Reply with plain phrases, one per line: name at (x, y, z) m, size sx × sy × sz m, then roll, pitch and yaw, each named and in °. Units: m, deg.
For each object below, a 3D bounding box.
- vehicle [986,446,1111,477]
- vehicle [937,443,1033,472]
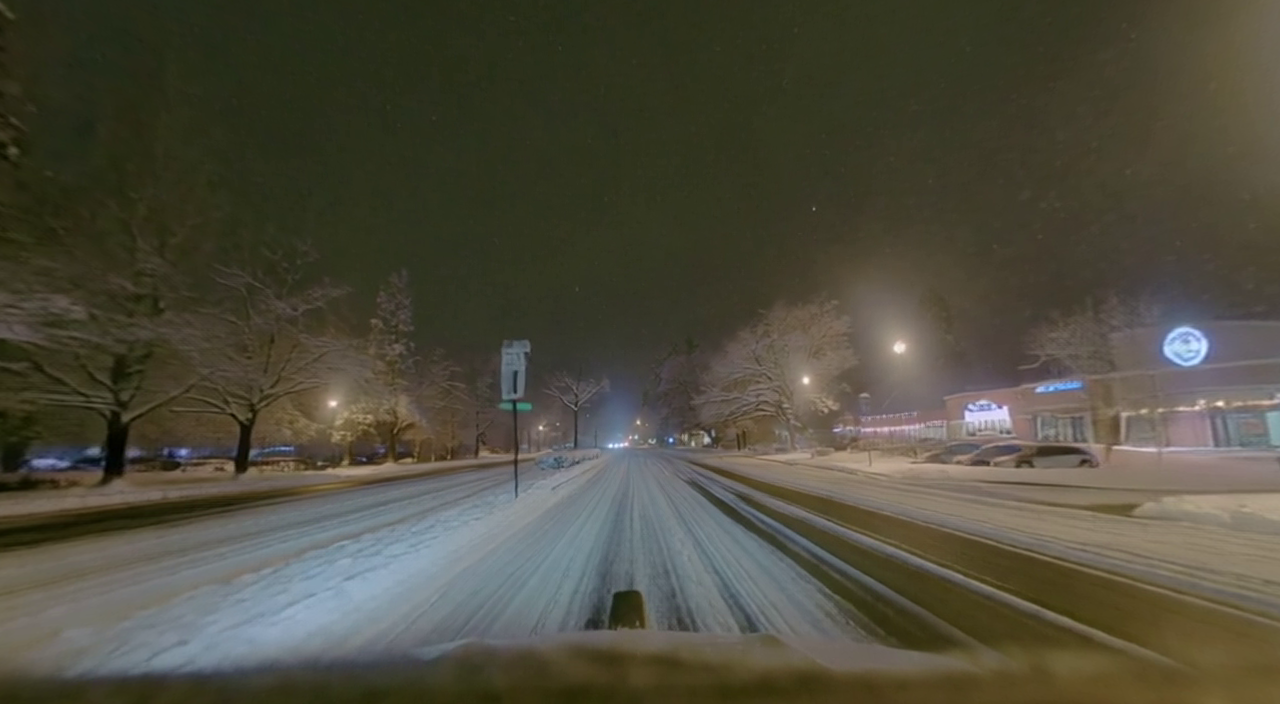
vehicle at (20.145, 5.396, 31.270) m, size 4.805 × 1.473 × 2.046 m, roll 0°, pitch -9°, yaw -3°
vehicle at (20.049, 6.147, 36.833) m, size 4.407 × 1.616 × 1.929 m, roll 0°, pitch -9°, yaw 1°
